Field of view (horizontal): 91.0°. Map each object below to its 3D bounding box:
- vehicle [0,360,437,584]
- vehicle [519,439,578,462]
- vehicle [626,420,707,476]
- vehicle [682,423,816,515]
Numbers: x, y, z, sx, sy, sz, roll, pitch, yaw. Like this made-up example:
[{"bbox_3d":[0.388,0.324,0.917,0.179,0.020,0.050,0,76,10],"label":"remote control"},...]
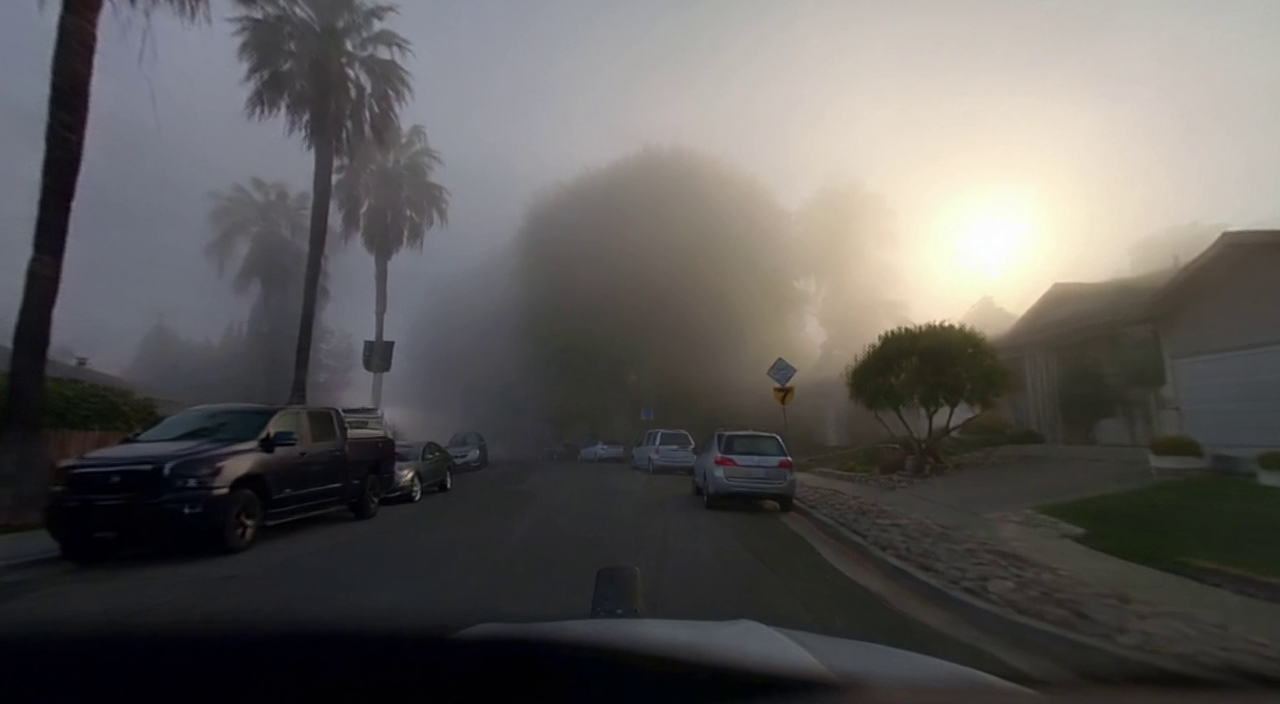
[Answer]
[{"bbox_3d":[-5.557,1.639,9.491,2.624,2.178,6.522,0,-8,2],"label":"vehicle"},{"bbox_3d":[-6.591,6.980,44.798,2.108,1.503,4.977,6,-10,-35],"label":"vehicle"},{"bbox_3d":[0.930,3.807,25.110,2.139,1.997,4.864,2,-9,-11],"label":"vehicle"},{"bbox_3d":[2.124,2.459,13.733,2.076,1.658,4.604,0,-8,0],"label":"vehicle"}]
